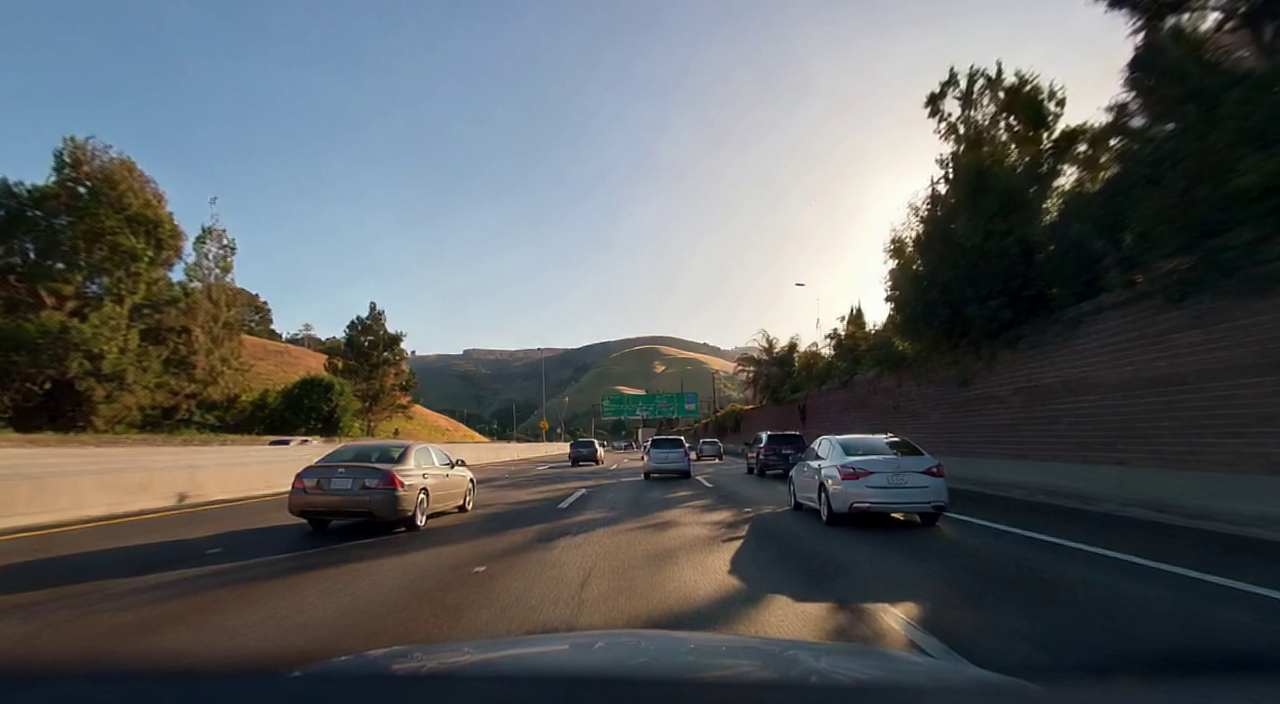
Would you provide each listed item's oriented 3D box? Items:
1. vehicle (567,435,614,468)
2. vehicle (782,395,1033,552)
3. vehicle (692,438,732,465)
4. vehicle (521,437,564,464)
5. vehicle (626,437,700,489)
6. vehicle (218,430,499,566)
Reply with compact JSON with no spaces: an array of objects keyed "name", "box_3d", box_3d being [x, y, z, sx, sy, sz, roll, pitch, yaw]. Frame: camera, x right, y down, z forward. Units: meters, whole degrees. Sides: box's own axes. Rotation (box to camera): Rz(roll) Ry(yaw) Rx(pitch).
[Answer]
[{"name":"vehicle","box_3d":[-2.826,5.773,36.944,2.154,1.793,4.736,0,-8,3]},{"name":"vehicle","box_3d":[3.648,1.746,9.668,1.930,1.831,4.344,0,-8,0]},{"name":"vehicle","box_3d":[4.132,5.755,36.628,1.855,1.513,3.915,0,-8,0]},{"name":"vehicle","box_3d":[-6.784,6.930,44.436,2.055,1.751,4.825,0,-8,2]},{"name":"vehicle","box_3d":[0.659,3.438,19.892,2.105,1.471,3.978,0,-8,0]},{"name":"vehicle","box_3d":[-3.554,1.896,9.067,1.961,1.456,4.362,0,-8,1]}]
